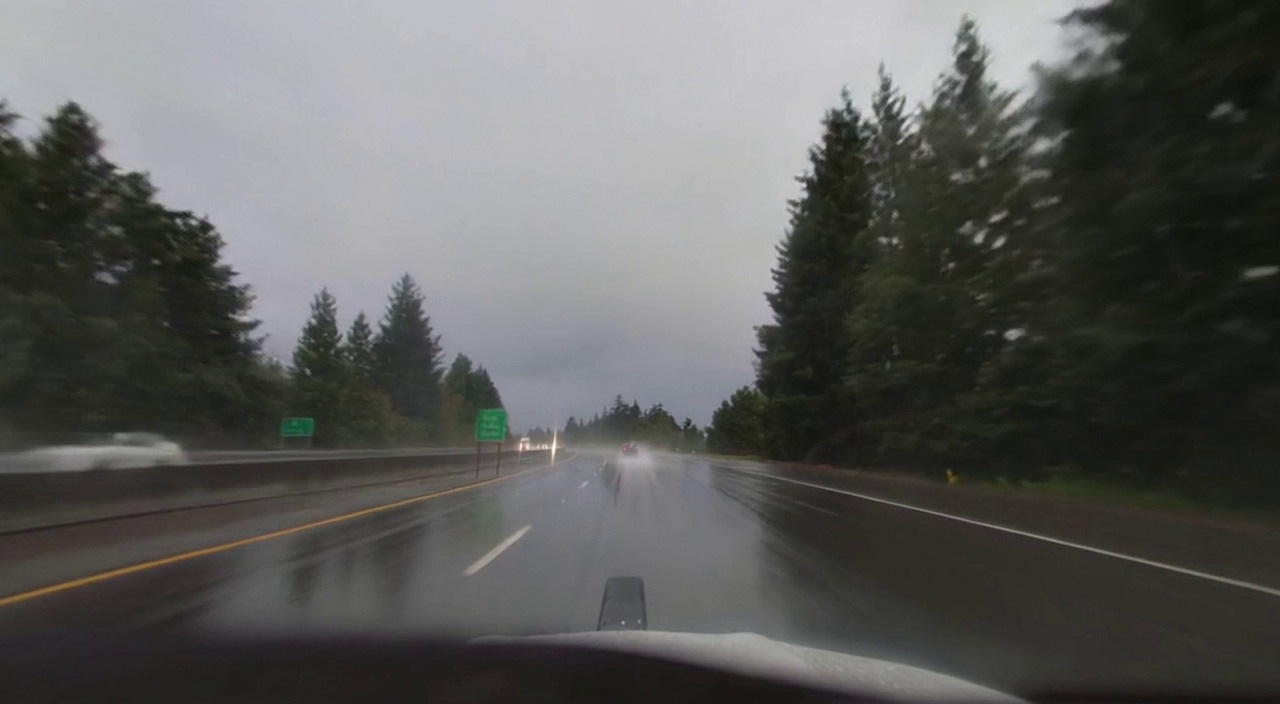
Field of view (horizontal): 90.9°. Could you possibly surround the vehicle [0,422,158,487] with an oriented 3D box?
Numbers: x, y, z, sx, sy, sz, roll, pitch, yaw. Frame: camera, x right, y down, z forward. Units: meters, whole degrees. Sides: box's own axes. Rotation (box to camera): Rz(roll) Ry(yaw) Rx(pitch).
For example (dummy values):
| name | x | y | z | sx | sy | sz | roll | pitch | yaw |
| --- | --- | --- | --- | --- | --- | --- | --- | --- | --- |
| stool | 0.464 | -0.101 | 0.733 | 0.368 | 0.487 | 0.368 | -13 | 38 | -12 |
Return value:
| name | x | y | z | sx | sy | sz | roll | pitch | yaw |
| --- | --- | --- | --- | --- | --- | --- | --- | --- | --- |
| vehicle | -16.824 | 2.956 | 18.352 | 2.152 | 1.642 | 4.393 | 0 | -9 | -2 |
